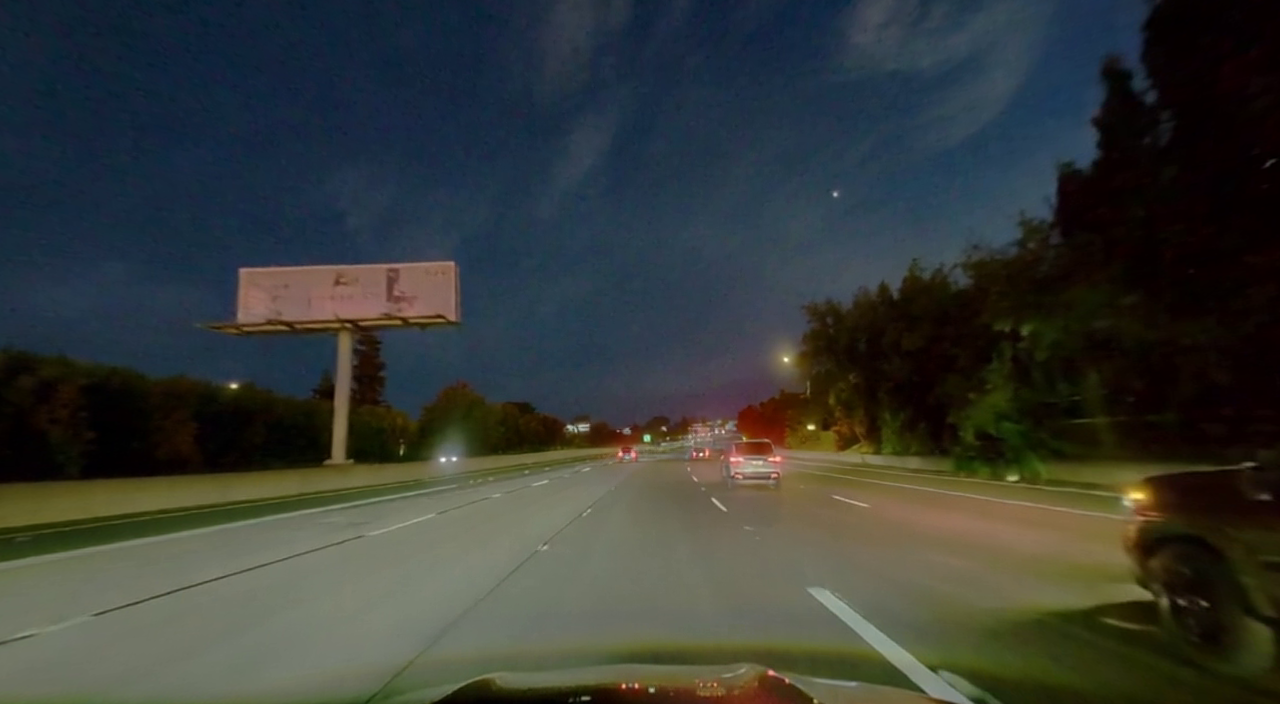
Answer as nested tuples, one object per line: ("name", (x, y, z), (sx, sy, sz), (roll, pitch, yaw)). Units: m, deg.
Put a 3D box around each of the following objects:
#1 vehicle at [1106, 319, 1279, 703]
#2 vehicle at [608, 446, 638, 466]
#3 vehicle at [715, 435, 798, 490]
("vehicle", (4.145, 0.614, 1.891), (2.165, 1.881, 4.274), (0, -9, 0))
("vehicle", (-1.237, 8.002, 48.557), (1.972, 1.444, 4.191), (-1, -9, 3))
("vehicle", (3.946, 3.841, 22.240), (2.075, 1.743, 4.410), (0, -9, 0))
